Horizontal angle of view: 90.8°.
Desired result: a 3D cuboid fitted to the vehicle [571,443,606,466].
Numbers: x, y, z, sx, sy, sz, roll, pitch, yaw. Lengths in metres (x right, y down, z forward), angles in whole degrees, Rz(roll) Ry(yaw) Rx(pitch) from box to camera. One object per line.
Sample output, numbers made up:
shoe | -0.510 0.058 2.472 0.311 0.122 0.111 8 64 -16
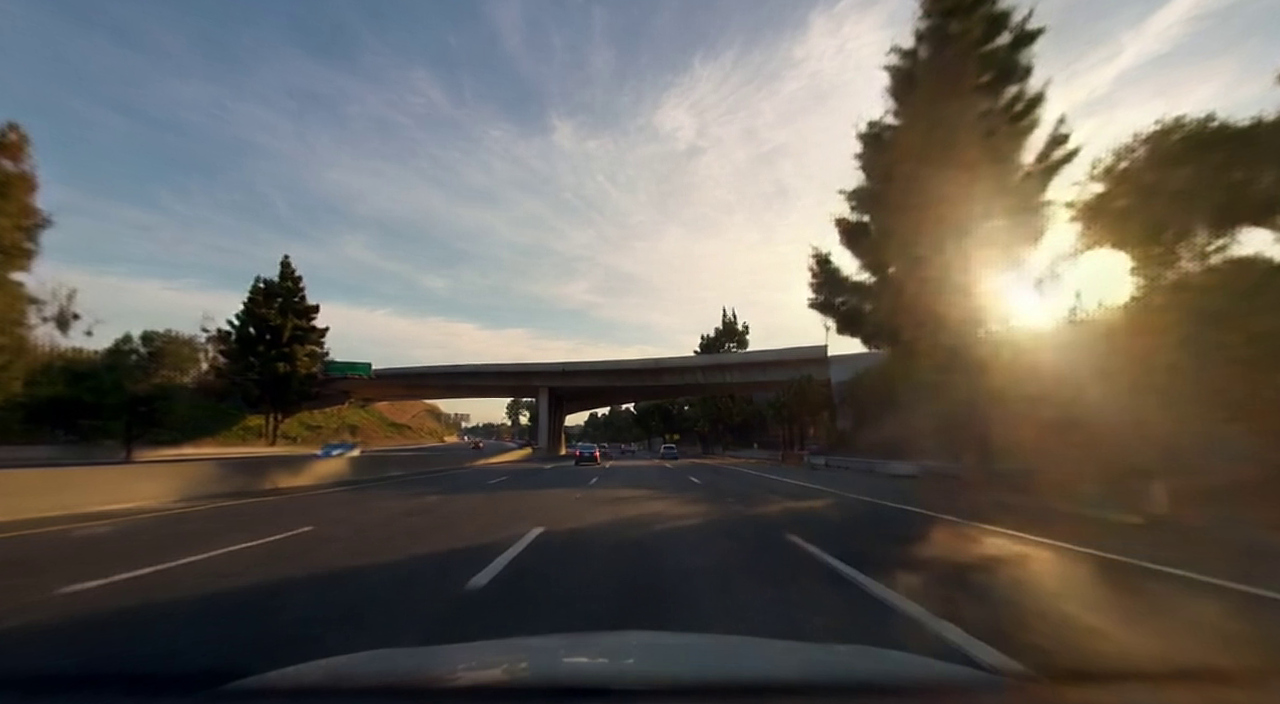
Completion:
vehicle | -3.484 7.045 43.531 2.037 1.514 4.335 0 -9 0
